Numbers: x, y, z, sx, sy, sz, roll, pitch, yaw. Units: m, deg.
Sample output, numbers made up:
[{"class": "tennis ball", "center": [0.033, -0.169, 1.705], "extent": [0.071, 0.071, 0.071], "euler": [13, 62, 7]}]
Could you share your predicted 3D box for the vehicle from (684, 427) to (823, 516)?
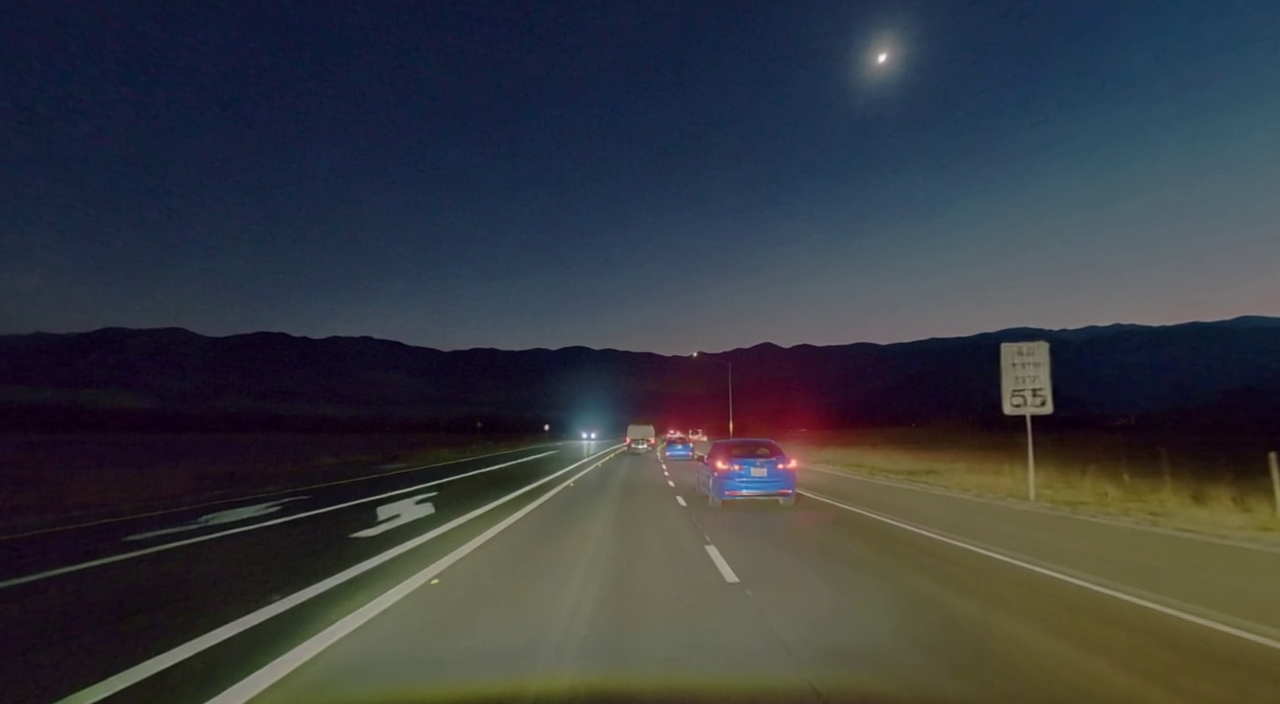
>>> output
[{"class": "vehicle", "center": [2.133, 2.384, 13.079], "extent": [2.007, 1.534, 3.976], "euler": [0, -8, -2]}]

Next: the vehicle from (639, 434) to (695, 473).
[{"class": "vehicle", "center": [1.067, 4.326, 27.135], "extent": [2.026, 1.531, 4.273], "euler": [0, -8, -3]}]
